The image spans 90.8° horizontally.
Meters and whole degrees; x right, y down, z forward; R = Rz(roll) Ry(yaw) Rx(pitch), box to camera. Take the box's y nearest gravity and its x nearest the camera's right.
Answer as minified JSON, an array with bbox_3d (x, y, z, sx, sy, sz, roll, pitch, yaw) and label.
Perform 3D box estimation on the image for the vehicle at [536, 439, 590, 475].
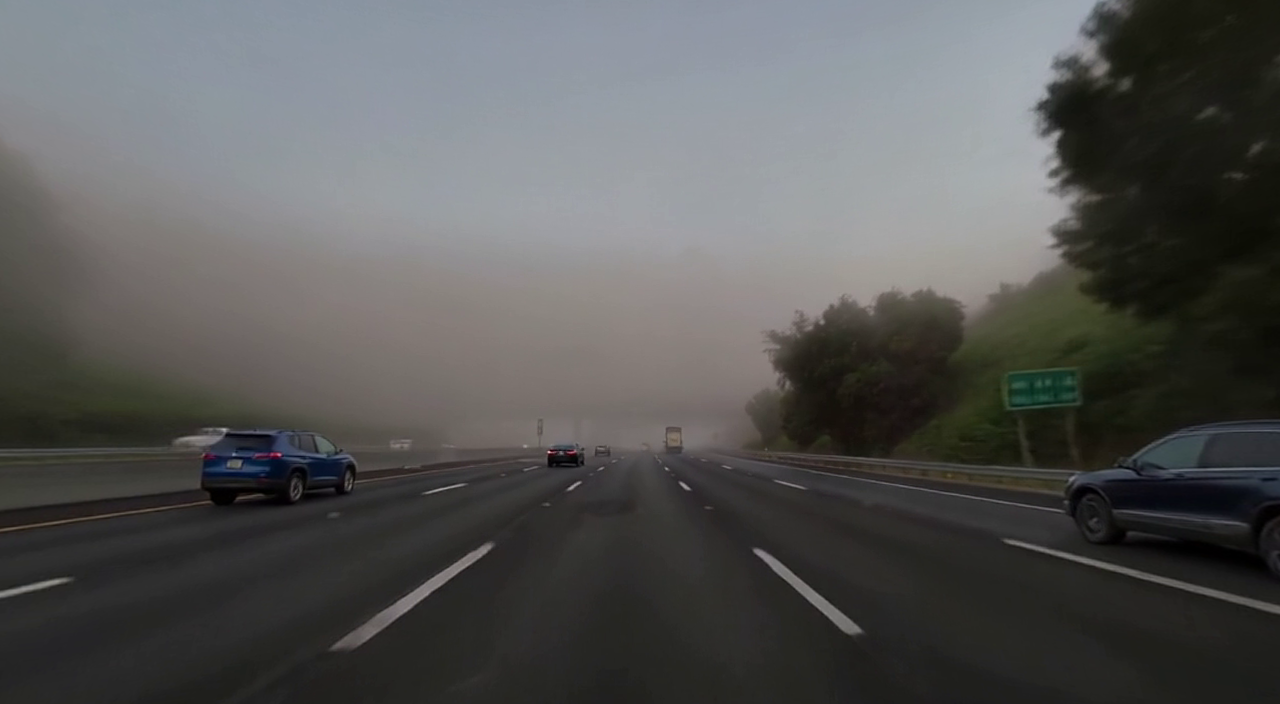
[{"bbox_3d":[-3.440,4.785,29.024,1.925,1.509,4.363,0,-9,1],"label":"vehicle"}]

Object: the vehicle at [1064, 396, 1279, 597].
[{"bbox_3d":[6.513,1.316,5.888,1.950,1.719,4.545,0,-9,0],"label":"vehicle"}]

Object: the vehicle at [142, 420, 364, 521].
[{"bbox_3d":[-7.469,2.325,12.820,1.860,1.694,4.173,0,-9,0],"label":"vehicle"}]
